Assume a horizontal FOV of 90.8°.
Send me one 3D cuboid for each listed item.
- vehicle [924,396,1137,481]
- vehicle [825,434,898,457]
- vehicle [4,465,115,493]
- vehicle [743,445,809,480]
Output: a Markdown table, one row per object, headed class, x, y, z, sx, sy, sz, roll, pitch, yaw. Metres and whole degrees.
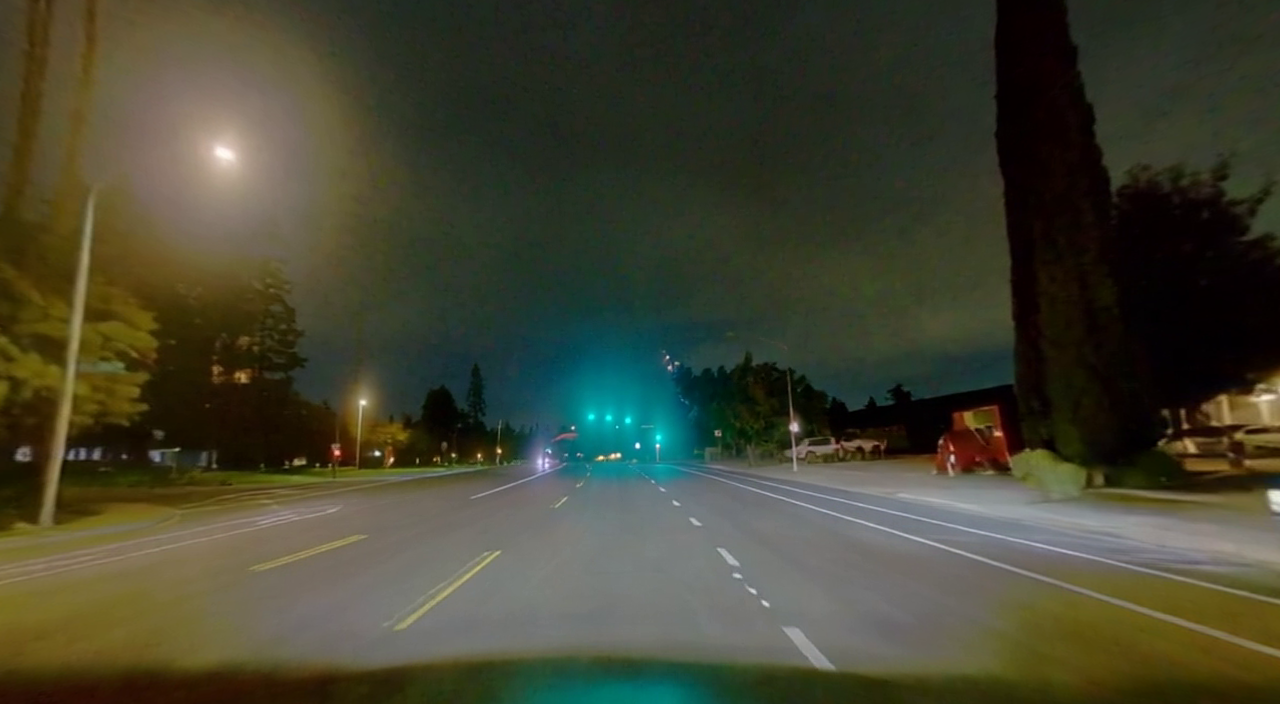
| class | x | y | z | sx | sy | sz | roll | pitch | yaw |
| --- | --- | --- | --- | --- | --- | --- | --- | --- | --- |
| vehicle | 12.816 | 2.880 | 21.086 | 5.348 | 2.455 | 2.419 | -2 | -9 | -1 |
| vehicle | 16.348 | 6.945 | 46.748 | 4.658 | 1.468 | 1.905 | -3 | -9 | -1 |
| vehicle | -32.375 | 7.077 | 35.309 | 4.242 | 1.473 | 1.820 | 0 | -9 | -2 |
| vehicle | 6.150 | 5.041 | 29.142 | 1.969 | 1.495 | 4.328 | 0 | -9 | -2 |
